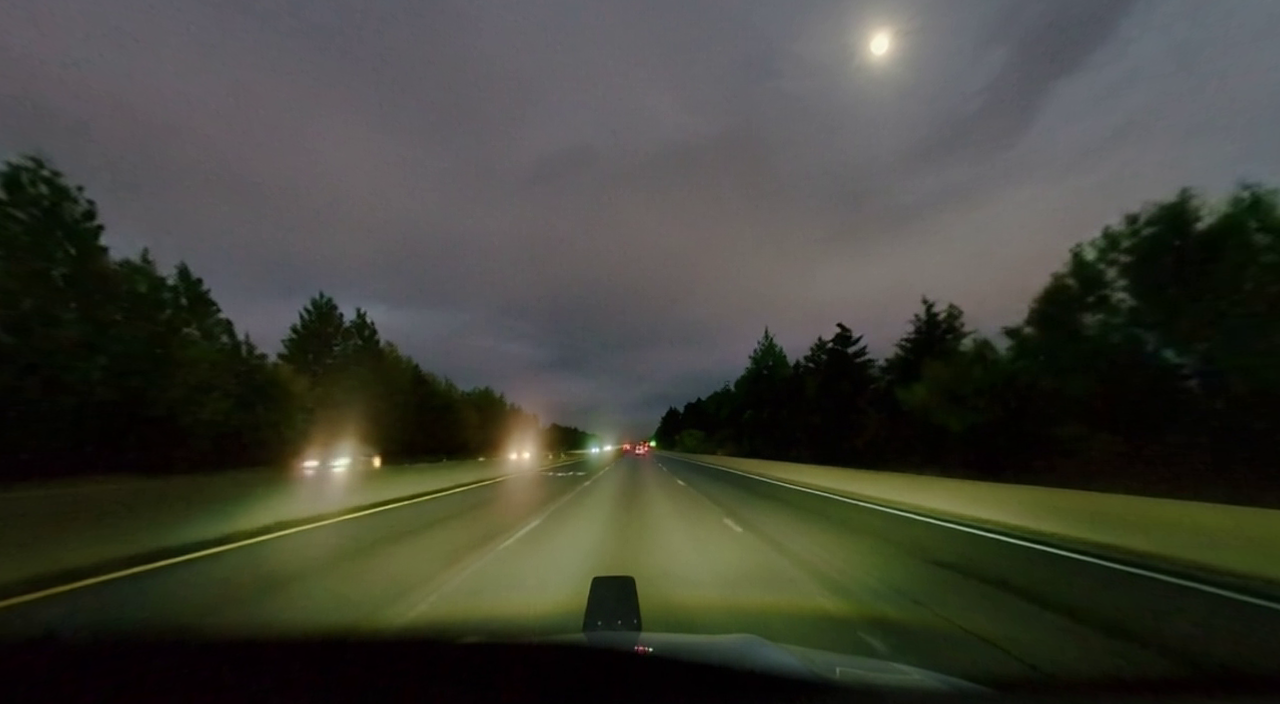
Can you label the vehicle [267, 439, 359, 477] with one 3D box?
[{"bbox_3d":[-15.820,5.168,30.760,1.966,1.673,4.789,0,-9,-1],"label":"vehicle"}]
